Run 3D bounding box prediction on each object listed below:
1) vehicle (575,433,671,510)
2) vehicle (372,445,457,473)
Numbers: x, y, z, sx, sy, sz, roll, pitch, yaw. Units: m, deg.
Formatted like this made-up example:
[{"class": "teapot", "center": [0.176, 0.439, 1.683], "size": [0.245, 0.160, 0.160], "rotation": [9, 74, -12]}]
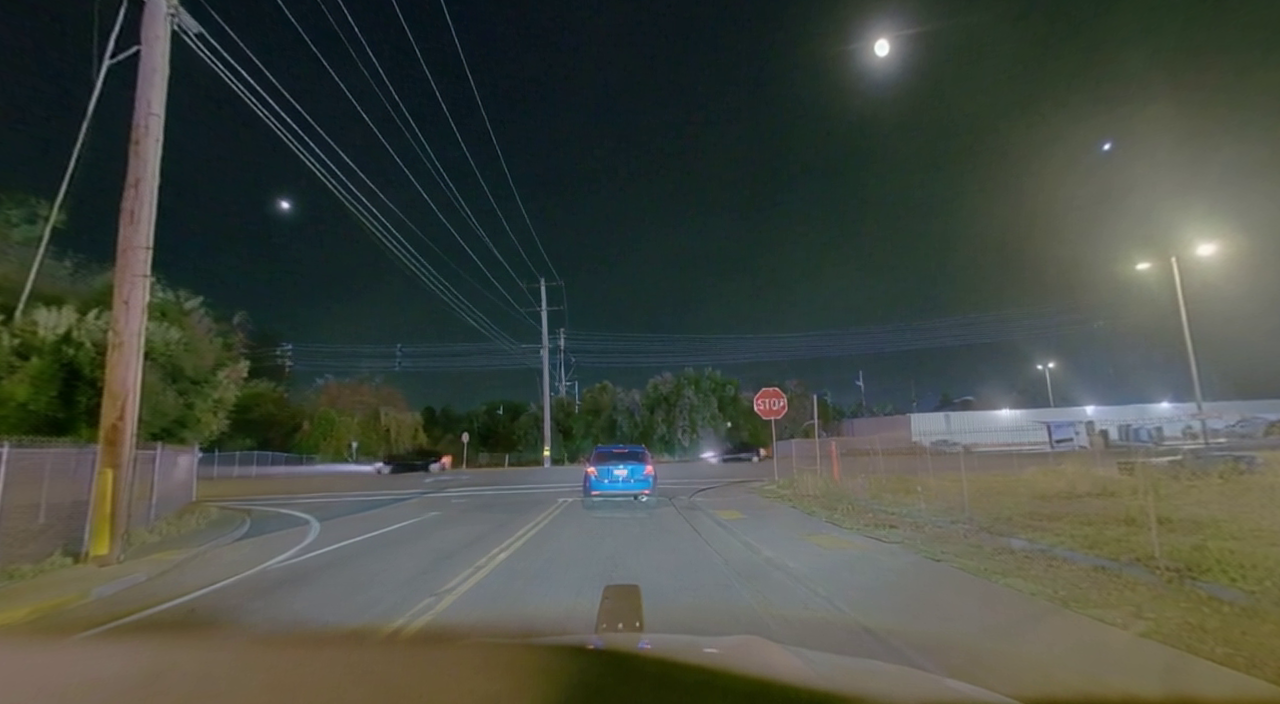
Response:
[{"class": "vehicle", "center": [-0.504, 2.986, 16.311], "size": [2.137, 1.698, 4.166], "rotation": [0, -8, -4]}, {"class": "vehicle", "center": [-13.975, 6.645, 39.353], "size": [4.667, 1.614, 1.820], "rotation": [1, -8, -8]}]
